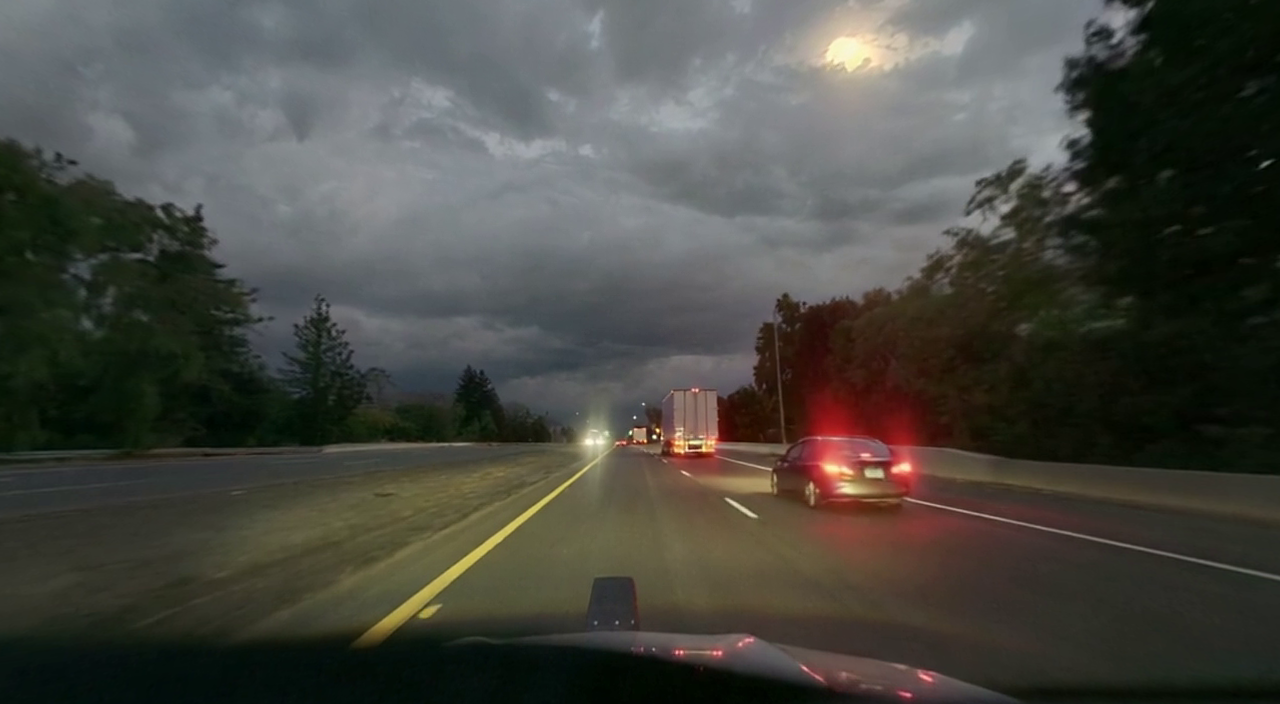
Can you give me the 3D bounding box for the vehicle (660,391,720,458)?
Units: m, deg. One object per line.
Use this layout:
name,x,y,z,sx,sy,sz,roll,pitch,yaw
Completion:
vehicle,3.199,5.108,43.569,2.911,3.994,10.840,0,-8,-2

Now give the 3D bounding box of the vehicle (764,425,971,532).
vehicle,3.570,2.030,10.787,1.984,1.482,3.833,0,-8,-2
